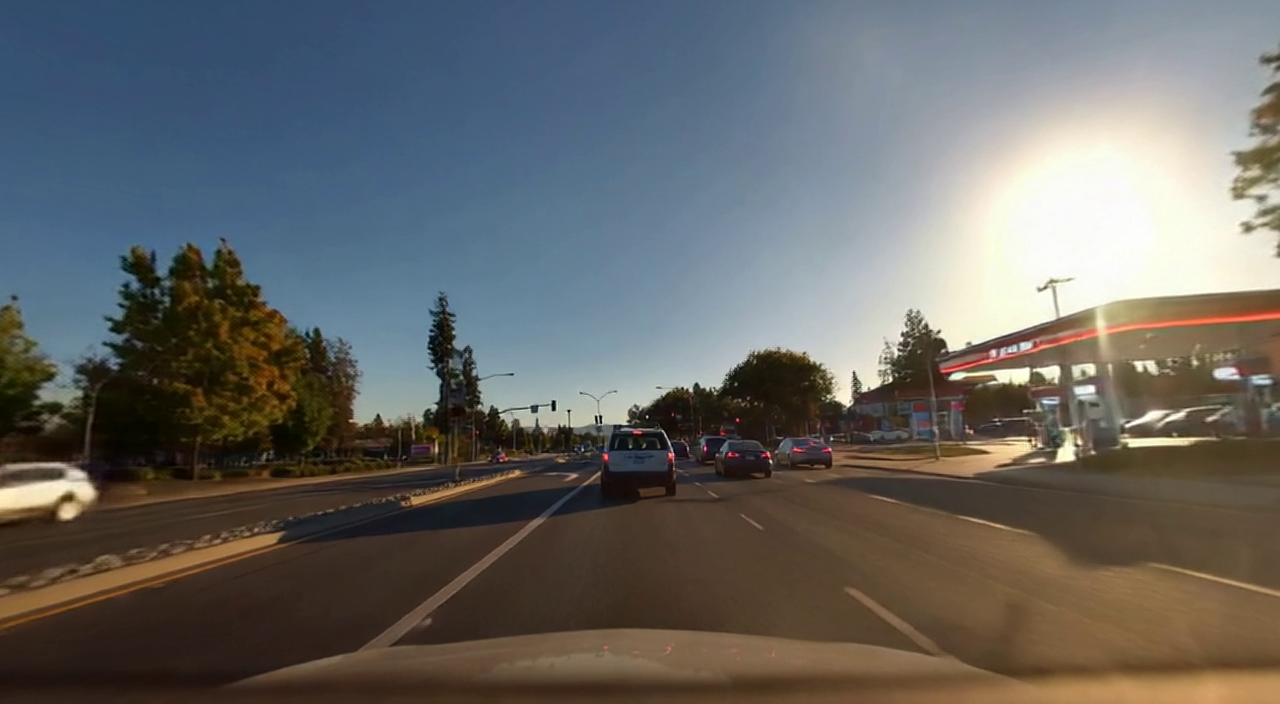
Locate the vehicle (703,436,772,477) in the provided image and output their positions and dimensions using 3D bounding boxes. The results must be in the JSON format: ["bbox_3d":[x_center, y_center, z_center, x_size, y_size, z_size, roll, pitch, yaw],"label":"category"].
[{"bbox_3d":[3.803,4.141,25.327,1.940,1.474,4.234,0,-9,-2],"label":"vehicle"}]

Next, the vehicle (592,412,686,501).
[{"bbox_3d":[-0.083,2.640,16.250,2.038,1.917,4.900,0,-9,-1],"label":"vehicle"}]

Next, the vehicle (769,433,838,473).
[{"bbox_3d":[6.994,4.361,27.421,1.793,1.585,4.130,0,-9,-1],"label":"vehicle"}]

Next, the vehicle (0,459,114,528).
[{"bbox_3d":[-15.557,3.405,15.254,1.914,1.496,4.361,-1,-9,1],"label":"vehicle"}]
